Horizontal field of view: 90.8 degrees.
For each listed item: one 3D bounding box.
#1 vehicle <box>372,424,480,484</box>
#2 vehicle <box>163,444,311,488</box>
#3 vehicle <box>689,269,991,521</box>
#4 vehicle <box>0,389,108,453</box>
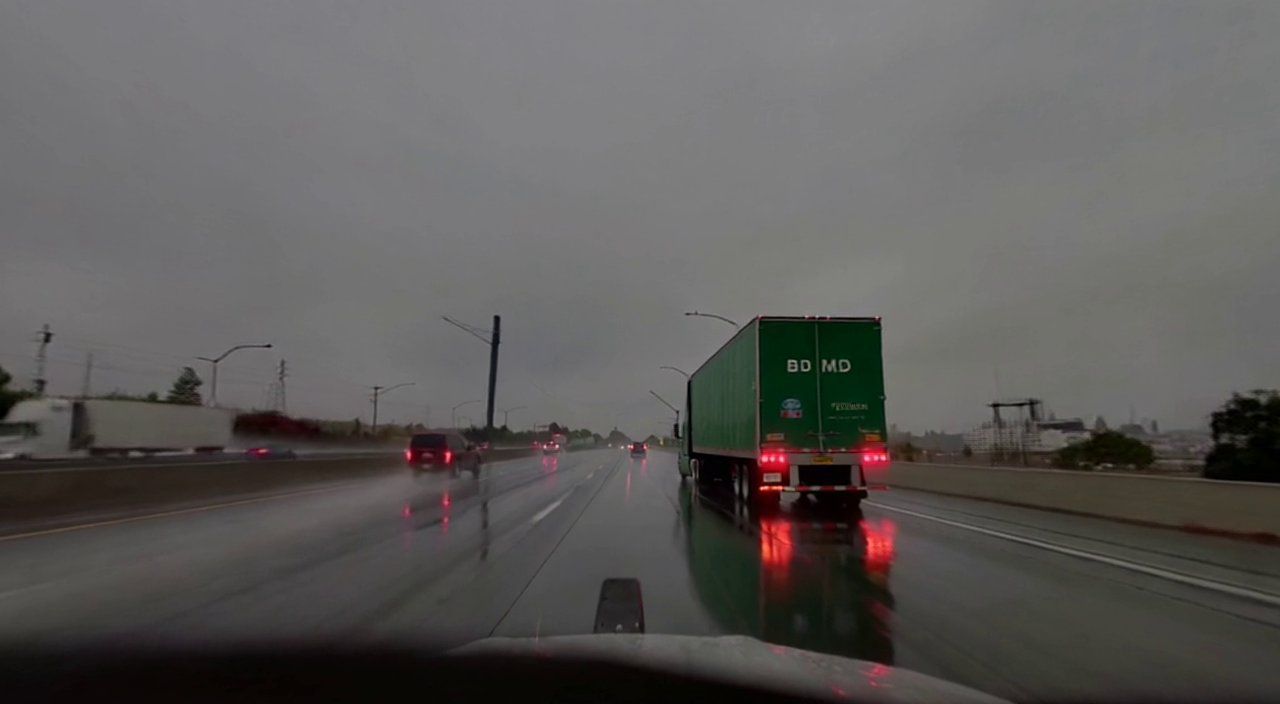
[{"bbox_3d":[-7.513,3.642,22.845,2.100,1.905,5.119,0,-8,0],"label":"vehicle"},{"bbox_3d":[-14.036,3.970,22.440,2.067,1.398,4.863,0,-8,0],"label":"vehicle"},{"bbox_3d":[3.669,1.724,17.381,2.891,3.944,15.051,0,-8,-2],"label":"vehicle"},{"bbox_3d":[-38.776,4.571,40.948,3.018,3.841,6.047,0,-8,-1],"label":"vehicle"}]
